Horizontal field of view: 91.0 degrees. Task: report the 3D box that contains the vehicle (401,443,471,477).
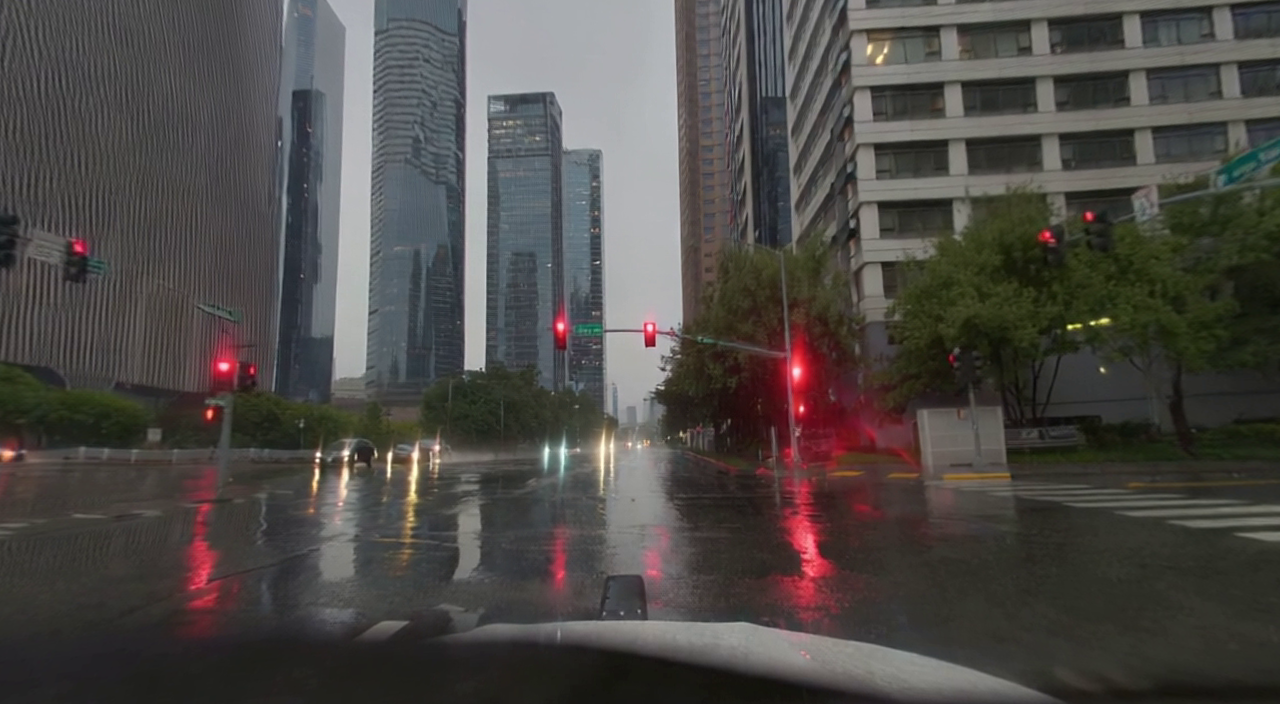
[{"bbox_3d":[-11.565,6.145,36.080,2.069,1.771,4.947,0,-9,3],"label":"vehicle"}]
